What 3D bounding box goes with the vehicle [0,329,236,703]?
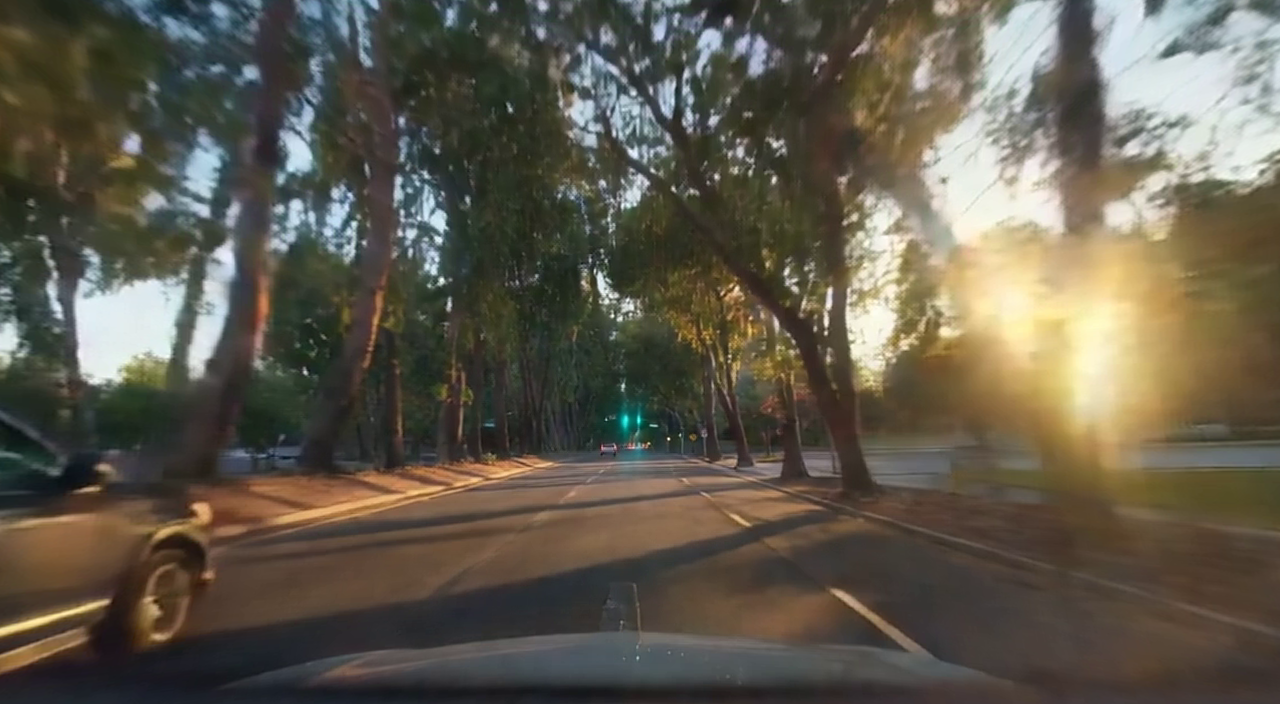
[{"bbox_3d":[-3.611,0.721,2.035,2.018,1.769,3.897,0,-8,-1],"label":"vehicle"}]
